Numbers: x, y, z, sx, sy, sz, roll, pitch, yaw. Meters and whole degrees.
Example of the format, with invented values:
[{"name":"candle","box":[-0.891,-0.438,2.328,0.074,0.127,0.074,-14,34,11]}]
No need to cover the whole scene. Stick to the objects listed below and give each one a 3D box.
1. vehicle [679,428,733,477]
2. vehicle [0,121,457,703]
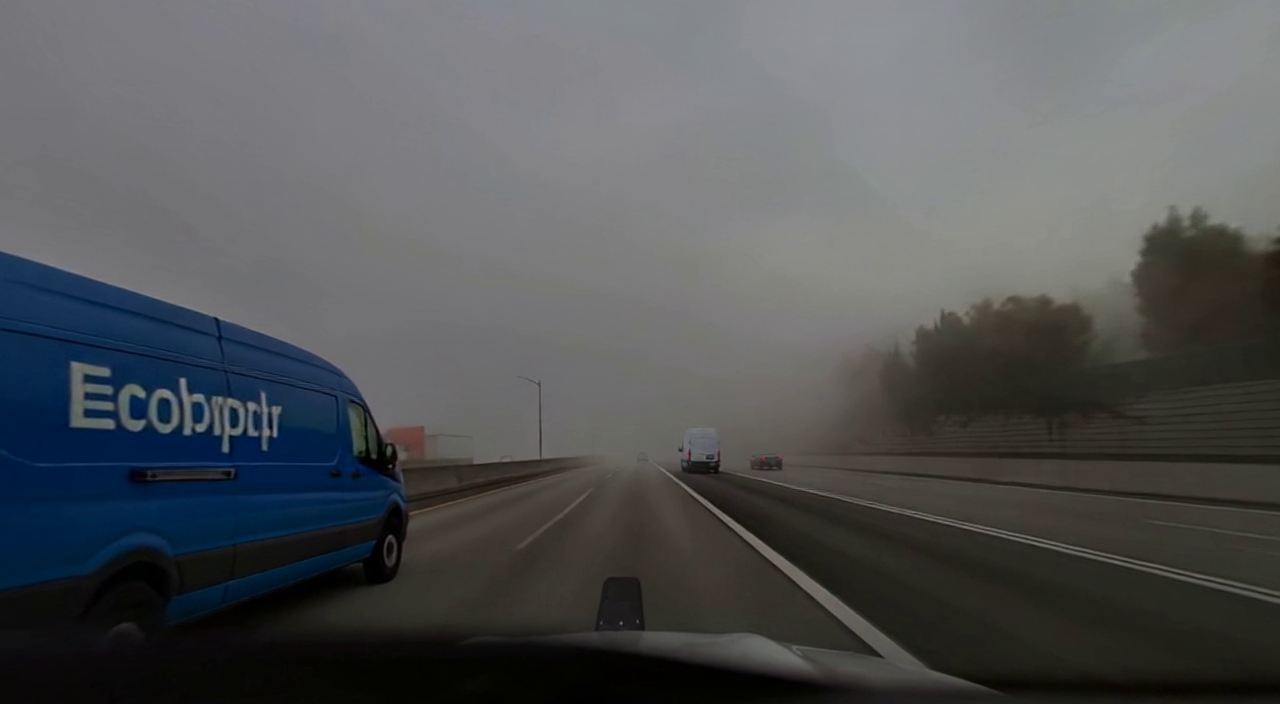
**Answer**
[{"name":"vehicle","box":[3.674,5.786,36.364,2.373,2.561,5.922,0,-9,-1]},{"name":"vehicle","box":[-3.505,0.801,4.550,2.409,2.523,6.275,0,-9,0]}]
